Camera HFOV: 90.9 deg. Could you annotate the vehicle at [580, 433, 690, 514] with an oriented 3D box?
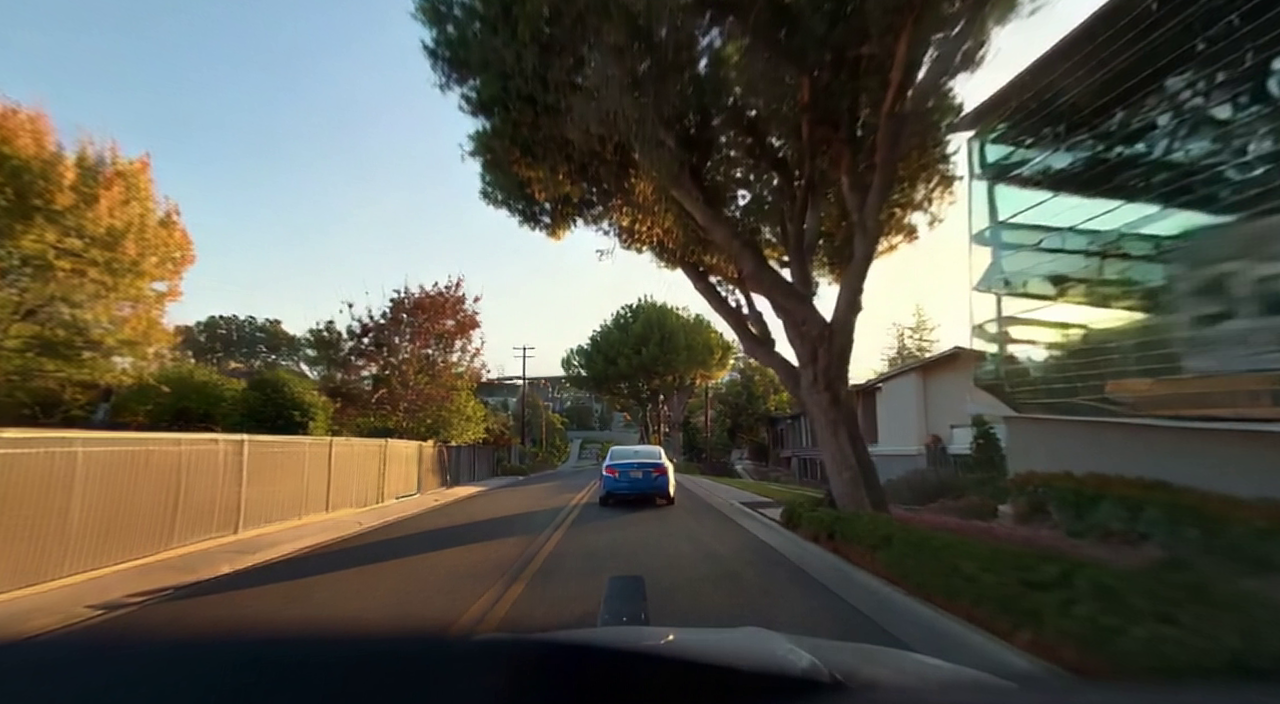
[{"bbox_3d":[-0.142,2.562,13.884,2.060,1.487,3.920,0,-8,-1],"label":"vehicle"}]
